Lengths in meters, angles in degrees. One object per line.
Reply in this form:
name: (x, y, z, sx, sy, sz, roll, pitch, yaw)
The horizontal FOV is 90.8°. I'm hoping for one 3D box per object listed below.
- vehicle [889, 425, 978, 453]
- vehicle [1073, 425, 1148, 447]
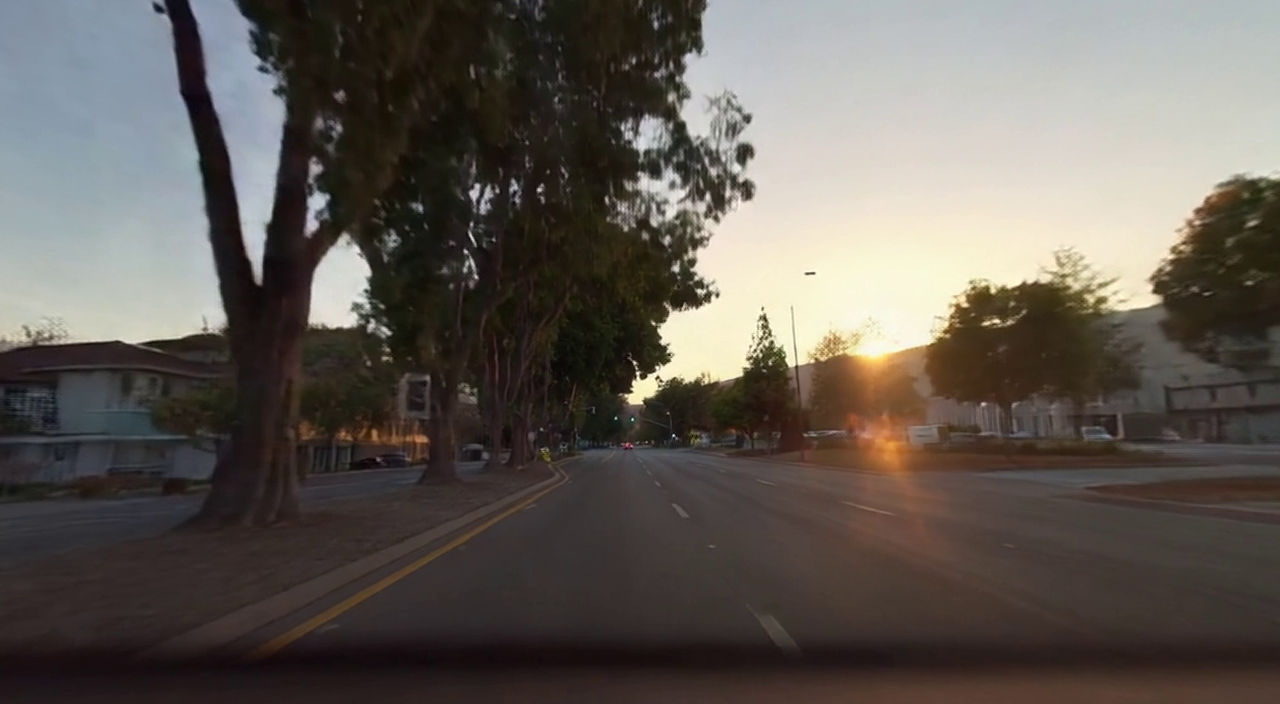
vehicle: (18.753, 5.588, 40.471, 4.688, 1.658, 1.950, 0, -9, -1)
vehicle: (32.165, 5.799, 43.354, 1.716, 1.424, 4.210, 0, -9, -3)
